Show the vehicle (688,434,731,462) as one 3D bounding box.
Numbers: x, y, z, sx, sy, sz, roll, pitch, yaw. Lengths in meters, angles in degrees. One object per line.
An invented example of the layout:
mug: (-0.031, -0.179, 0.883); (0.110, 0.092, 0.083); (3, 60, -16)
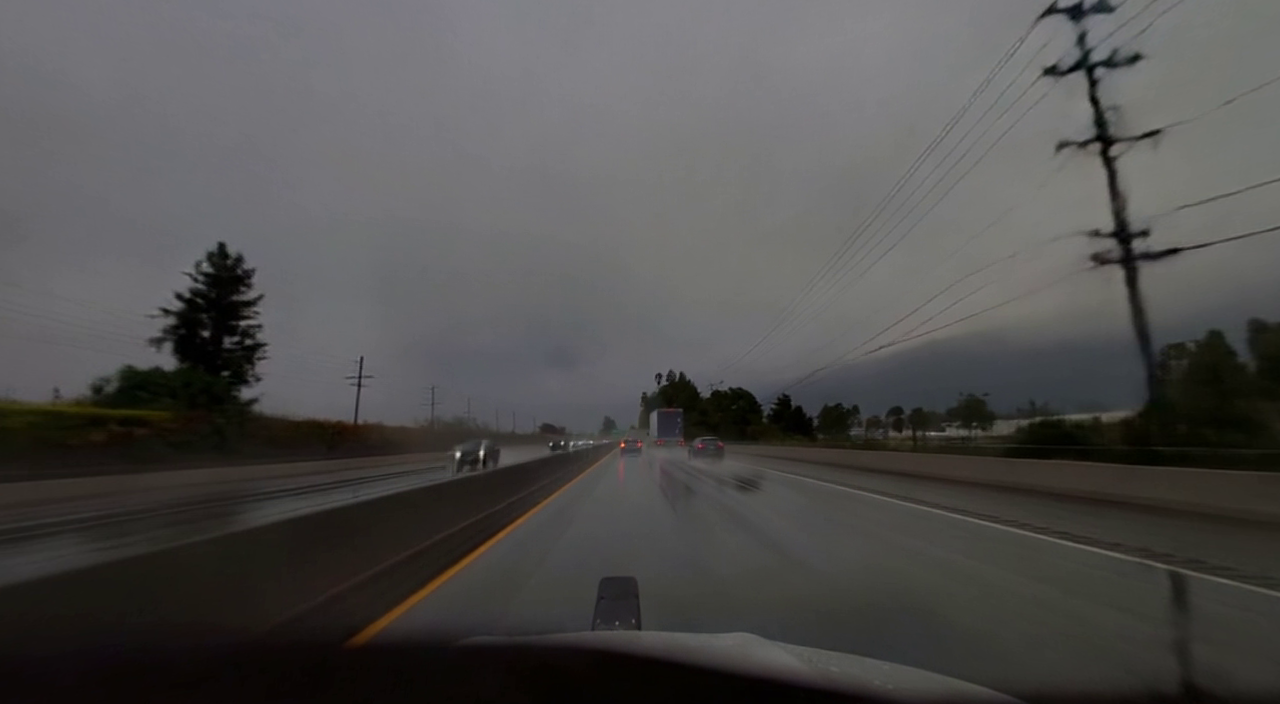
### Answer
vehicle: (4.041, 5.631, 37.294); (1.930, 1.573, 3.853); (0, -8, -2)

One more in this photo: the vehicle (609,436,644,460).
vehicle: (-0.886, 6.250, 41.397); (2.163, 1.466, 3.693); (0, -8, -1)

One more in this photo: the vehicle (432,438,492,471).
vehicle: (-9.563, 5.511, 34.283); (2.031, 1.646, 4.303); (0, -8, 0)
